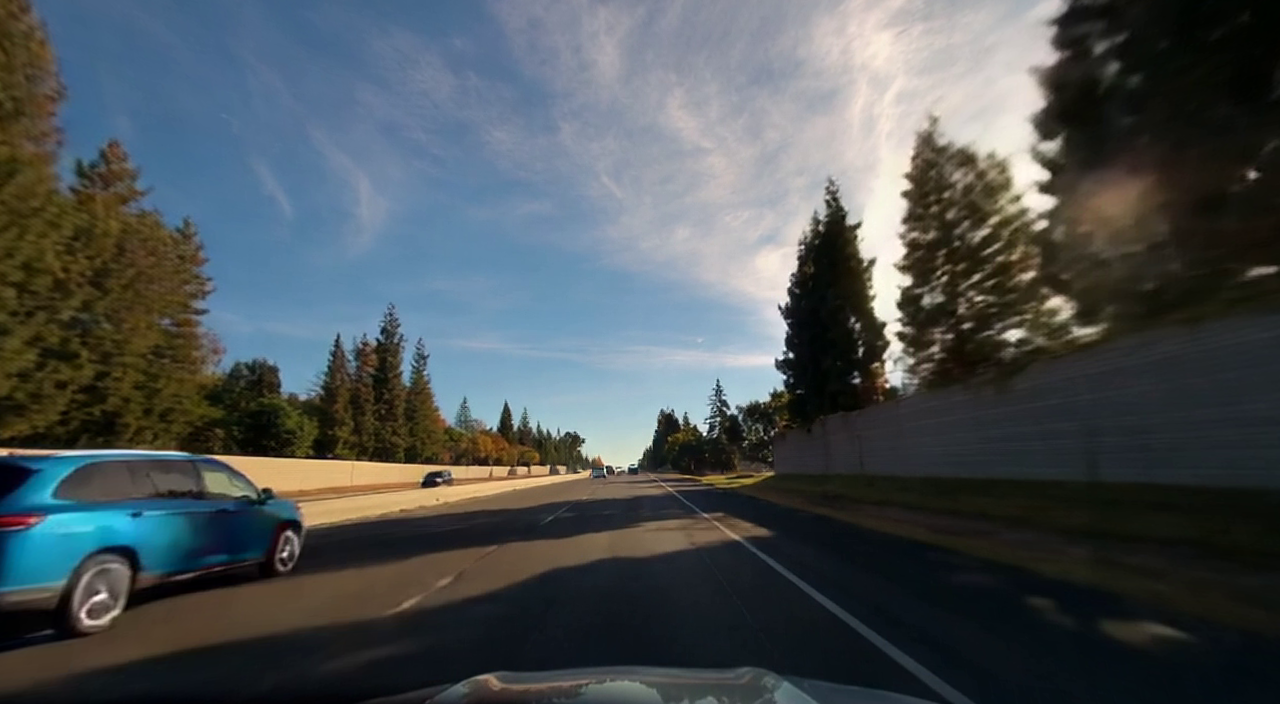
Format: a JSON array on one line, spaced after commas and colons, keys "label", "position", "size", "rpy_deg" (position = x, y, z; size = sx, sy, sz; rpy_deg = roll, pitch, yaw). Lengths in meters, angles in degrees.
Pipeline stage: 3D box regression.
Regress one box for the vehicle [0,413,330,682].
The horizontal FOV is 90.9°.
[{"label": "vehicle", "position": [-4.662, 1.447, 5.406], "size": [1.914, 1.534, 4.015], "rpy_deg": [1, -10, 0]}]
